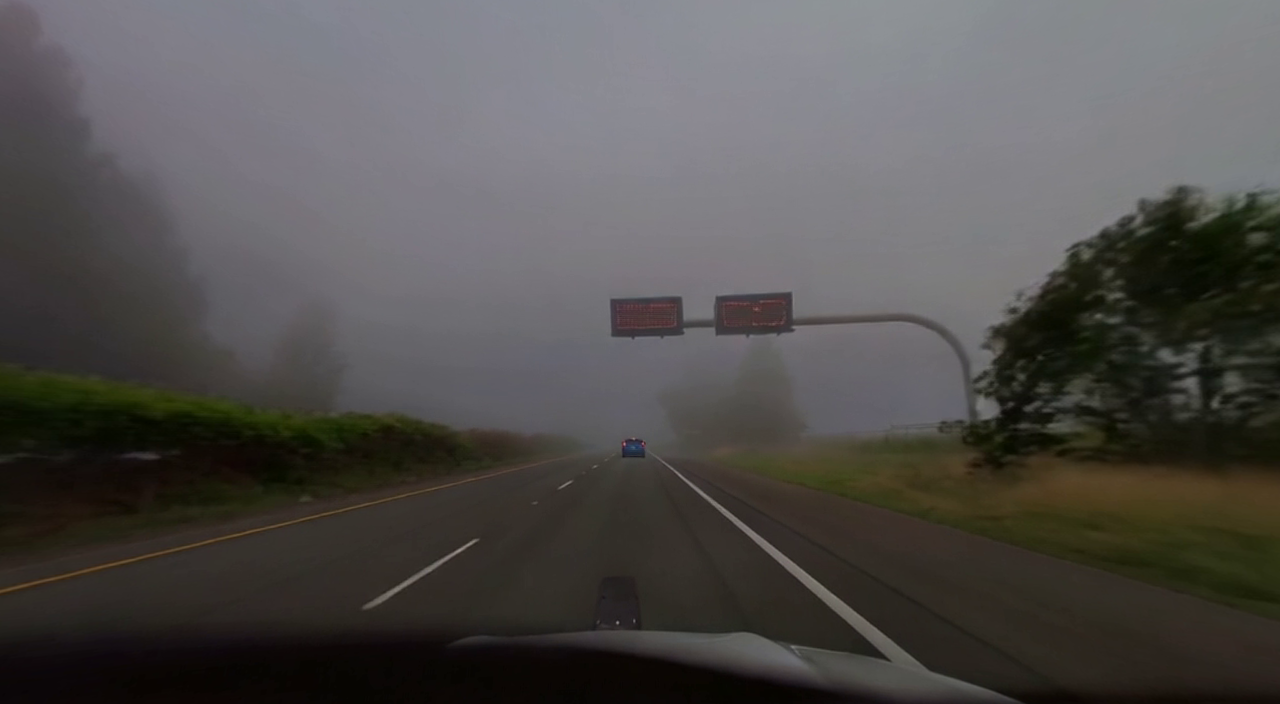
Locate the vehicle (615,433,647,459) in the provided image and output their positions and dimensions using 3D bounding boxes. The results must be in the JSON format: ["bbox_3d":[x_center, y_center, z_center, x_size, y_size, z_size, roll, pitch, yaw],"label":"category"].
[{"bbox_3d":[-0.640,6.666,44.651,2.180,1.717,4.139,0,-8,-1],"label":"vehicle"}]
